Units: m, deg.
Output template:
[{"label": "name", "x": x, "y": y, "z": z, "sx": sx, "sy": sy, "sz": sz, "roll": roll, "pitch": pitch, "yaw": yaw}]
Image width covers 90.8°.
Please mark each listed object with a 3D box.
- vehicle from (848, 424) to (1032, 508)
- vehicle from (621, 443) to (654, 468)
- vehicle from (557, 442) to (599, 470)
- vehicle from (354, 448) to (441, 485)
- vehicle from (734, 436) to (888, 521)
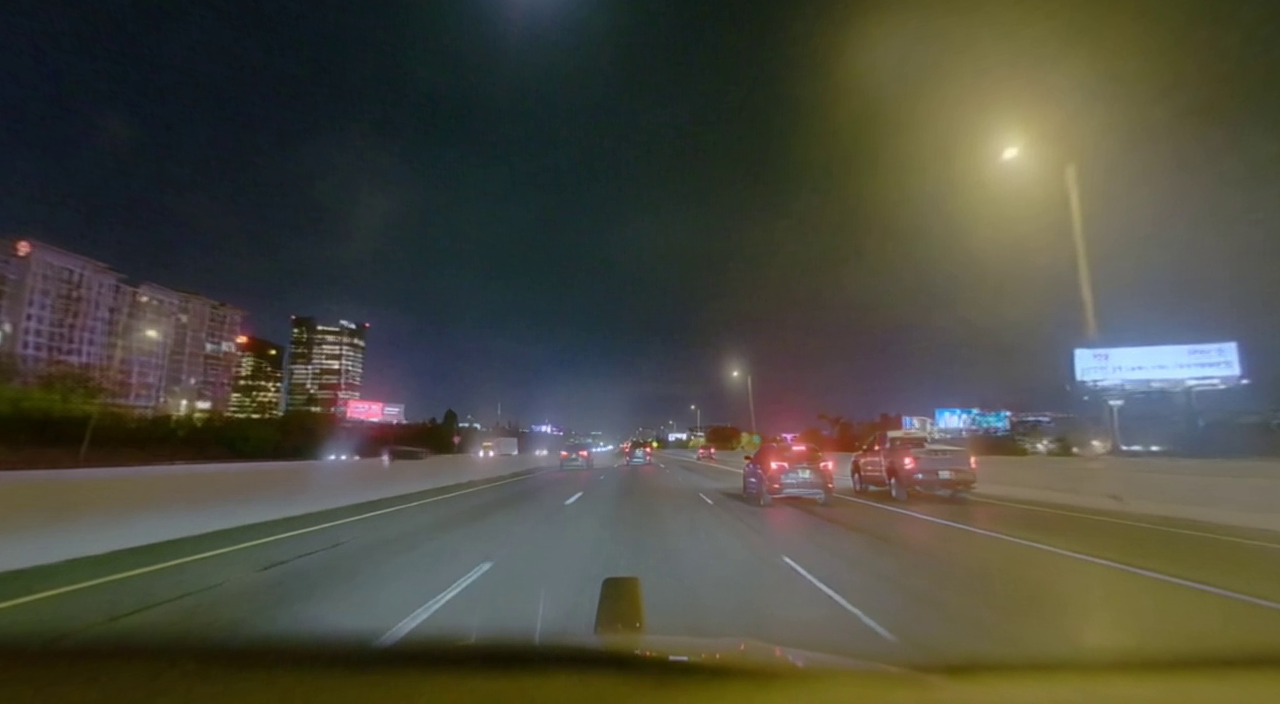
[{"label": "vehicle", "x": 7.302, "y": 2.845, "z": 16.137, "sx": 2.176, "sy": 1.793, "sz": 4.841, "roll": 0, "pitch": -9, "yaw": -2}, {"label": "vehicle", "x": -0.198, "y": 7.313, "z": 44.627, "sx": 2.191, "sy": 1.685, "sz": 4.015, "roll": 0, "pitch": -9, "yaw": -1}, {"label": "vehicle", "x": -3.966, "y": 6.765, "z": 41.252, "sx": 2.256, "sy": 1.756, "sz": 4.745, "roll": 0, "pitch": -9, "yaw": 0}, {"label": "vehicle", "x": -10.703, "y": 5.050, "z": 28.285, "sx": 2.007, "sy": 1.506, "sz": 4.586, "roll": 0, "pitch": -9, "yaw": 1}, {"label": "vehicle", "x": 3.444, "y": 2.647, "z": 13.756, "sx": 1.987, "sy": 1.509, "sz": 4.512, "roll": 0, "pitch": -9, "yaw": -1}]
